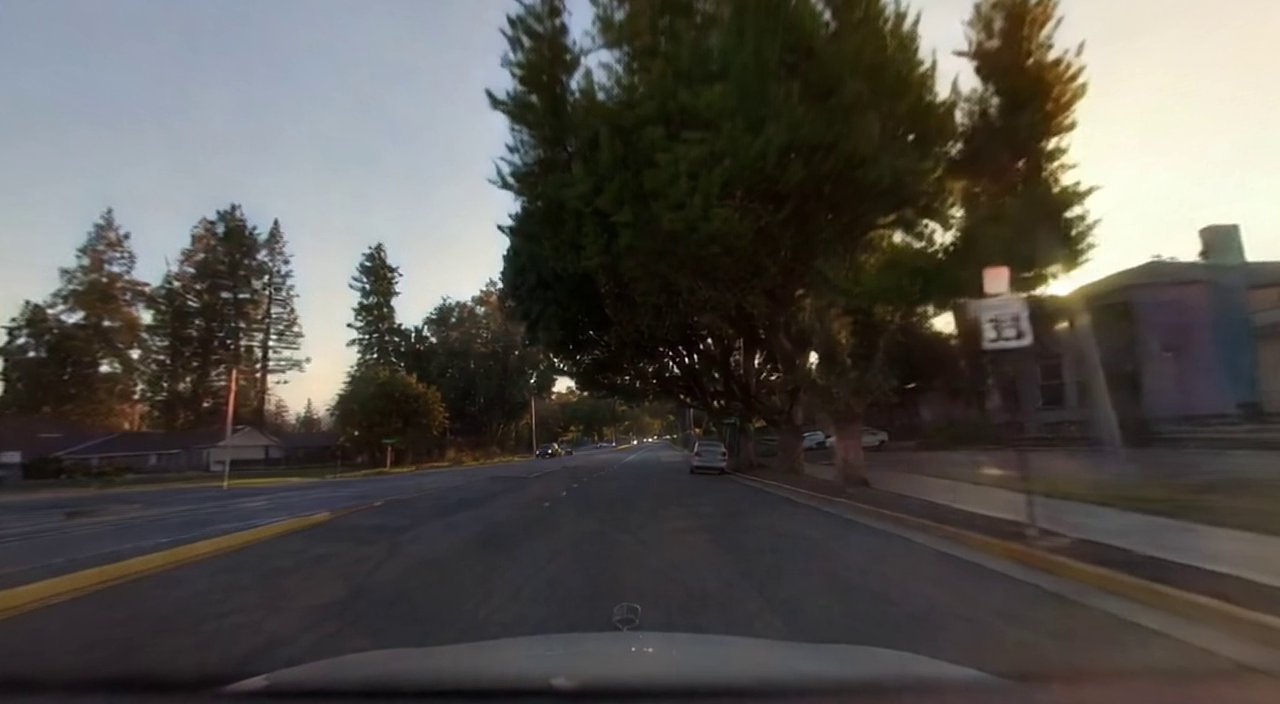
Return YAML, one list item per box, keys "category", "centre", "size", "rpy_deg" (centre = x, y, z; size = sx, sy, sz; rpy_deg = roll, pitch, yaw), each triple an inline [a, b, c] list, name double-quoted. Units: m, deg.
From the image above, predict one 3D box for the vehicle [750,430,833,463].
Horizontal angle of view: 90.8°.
- category: "vehicle"
  centre: [10.868, 6.838, 45.712]
  size: [5.369, 1.860, 2.163]
  rpy_deg: [-5, -9, 3]

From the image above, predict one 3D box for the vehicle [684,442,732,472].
- category: "vehicle"
  centre: [3.621, 5.695, 34.536]
  size: [2.080, 1.503, 4.821]
  rpy_deg: [0, -8, 0]

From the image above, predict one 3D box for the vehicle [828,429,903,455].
- category: "vehicle"
  centre: [15.102, 6.058, 42.515]
  size: [4.290, 1.717, 2.013]
  rpy_deg: [-1, -8, 6]
